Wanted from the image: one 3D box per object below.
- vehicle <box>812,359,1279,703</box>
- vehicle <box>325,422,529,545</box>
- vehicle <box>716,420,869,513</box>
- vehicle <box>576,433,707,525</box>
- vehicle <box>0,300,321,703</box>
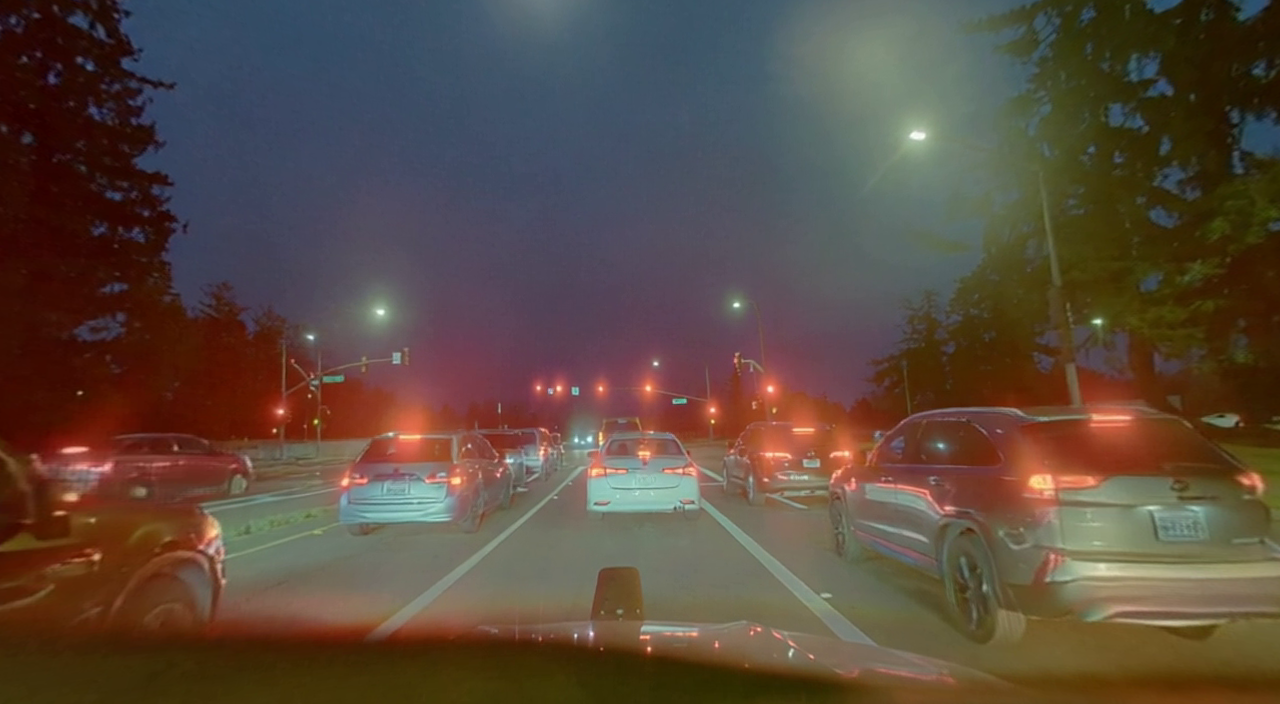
[{"bbox_3d":[3.138,1.191,5.208,2.074,1.685,4.387,0,-8,-2],"label":"vehicle"},{"bbox_3d":[-3.101,1.993,10.262,1.896,1.546,4.378,0,-8,-2],"label":"vehicle"},{"bbox_3d":[3.020,2.378,13.512,2.106,1.667,4.101,0,-8,-2],"label":"vehicle"},{"bbox_3d":[-0.050,2.285,11.896,2.076,1.438,3.770,0,-8,-2],"label":"vehicle"},{"bbox_3d":[-3.208,0.690,1.989,2.079,1.756,4.676,0,-8,-2],"label":"vehicle"}]
